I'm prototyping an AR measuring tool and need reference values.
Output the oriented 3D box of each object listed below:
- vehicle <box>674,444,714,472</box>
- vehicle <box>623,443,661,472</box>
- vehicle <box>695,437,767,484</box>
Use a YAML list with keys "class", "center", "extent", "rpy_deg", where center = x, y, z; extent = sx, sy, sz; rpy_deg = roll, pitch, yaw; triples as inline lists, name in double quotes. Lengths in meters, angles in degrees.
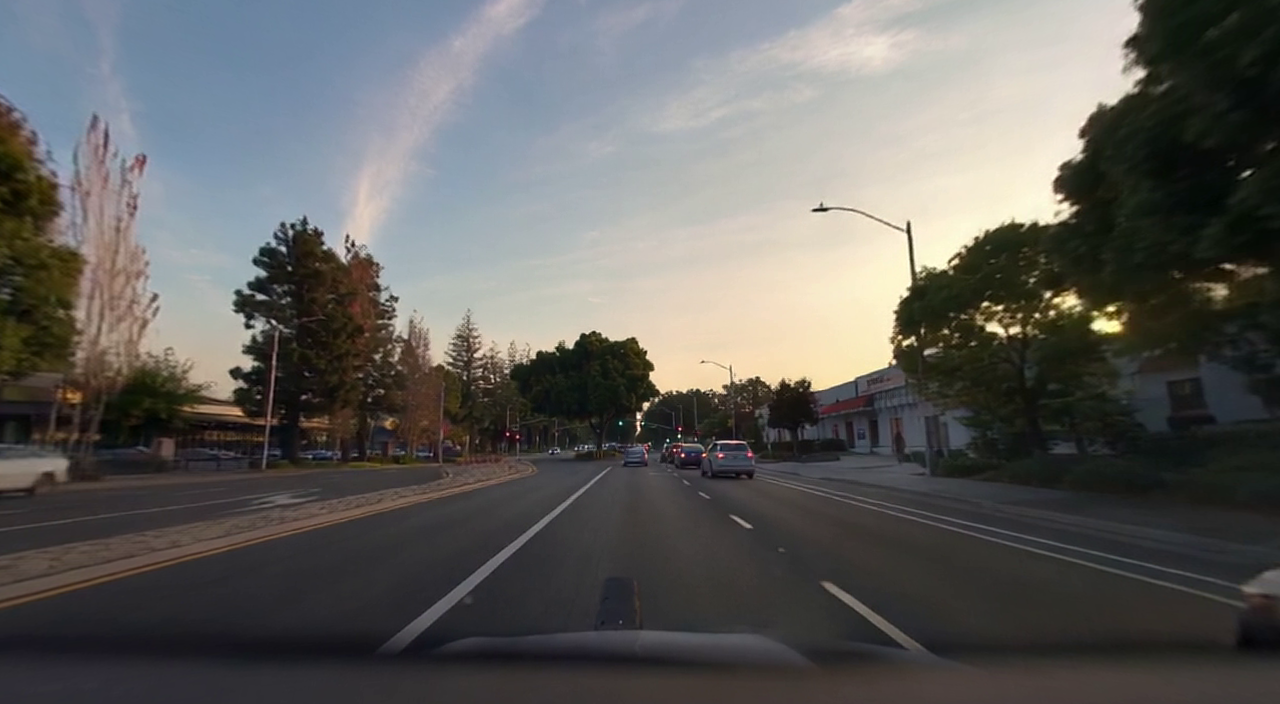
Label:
- class: "vehicle"
  center: [3.029, 6.071, 36.422]
  extent: [1.864, 1.484, 4.662]
  rpy_deg: [0, -8, 0]
- class: "vehicle"
  center: [0.090, 5.904, 35.670]
  extent: [2.023, 1.532, 3.891]
  rpy_deg: [0, -8, -1]
- class: "vehicle"
  center: [3.439, 4.204, 24.717]
  extent: [2.085, 1.668, 4.077]
  rpy_deg: [0, -8, -1]
